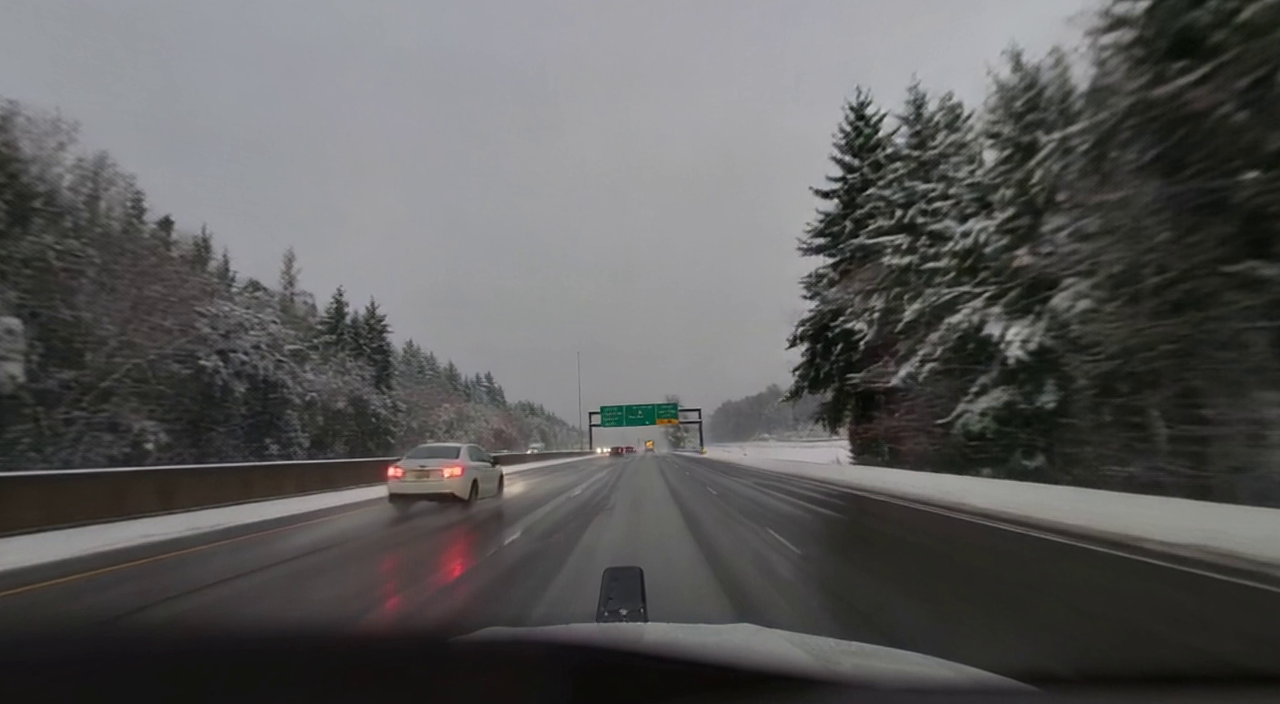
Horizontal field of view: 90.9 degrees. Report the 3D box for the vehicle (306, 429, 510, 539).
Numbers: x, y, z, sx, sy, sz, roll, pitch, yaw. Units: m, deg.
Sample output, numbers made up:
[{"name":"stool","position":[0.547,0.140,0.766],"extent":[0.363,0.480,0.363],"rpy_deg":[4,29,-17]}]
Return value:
[{"name":"vehicle","position":[-3.732,2.193,11.082],"extent":[1.936,1.545,4.116],"rpy_deg":[0,-9,1]}]
